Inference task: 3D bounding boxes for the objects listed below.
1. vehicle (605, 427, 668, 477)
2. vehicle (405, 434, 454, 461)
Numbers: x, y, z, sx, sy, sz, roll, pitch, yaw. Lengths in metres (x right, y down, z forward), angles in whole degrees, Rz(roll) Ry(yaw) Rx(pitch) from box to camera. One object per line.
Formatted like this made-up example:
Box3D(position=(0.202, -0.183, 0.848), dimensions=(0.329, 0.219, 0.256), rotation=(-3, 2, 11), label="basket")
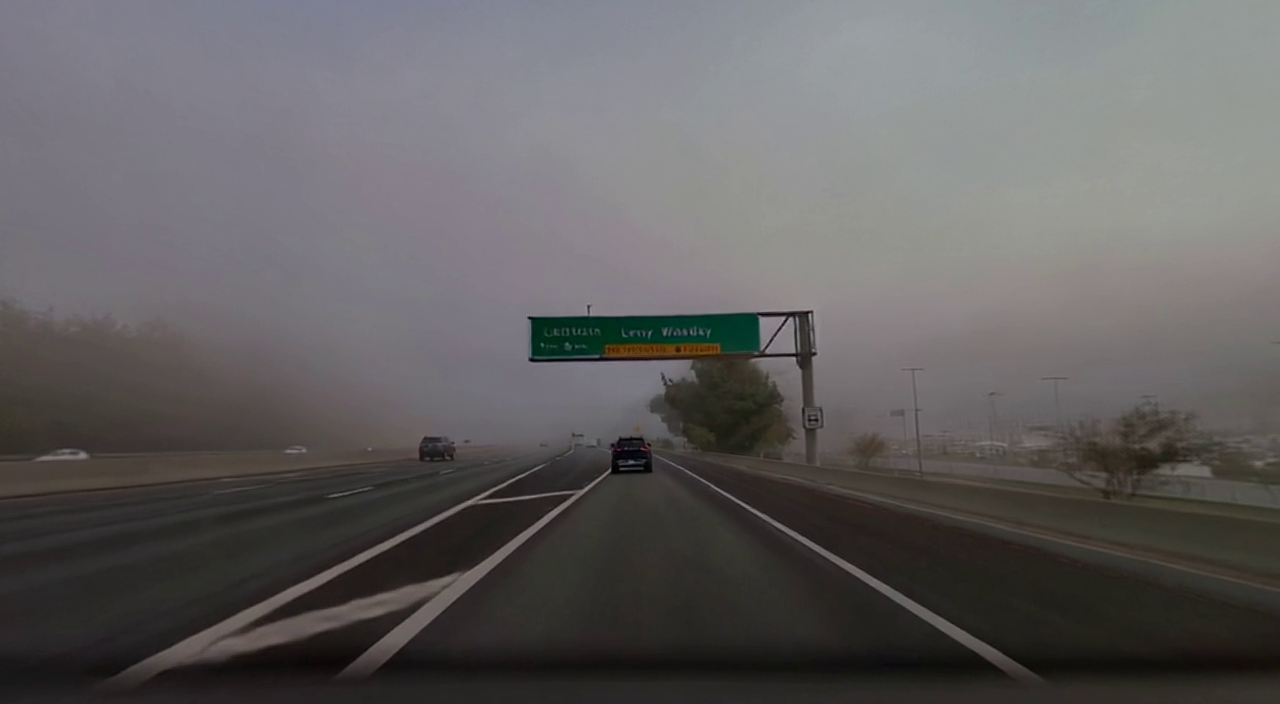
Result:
Box3D(position=(-0.173, 4.380, 27.811), dimensions=(2.497, 1.957, 5.432), rotation=(0, -9, -1), label="vehicle")
Box3D(position=(-16.115, 7.365, 48.671), dimensions=(2.289, 1.955, 5.147), rotation=(0, -9, -4), label="vehicle")
